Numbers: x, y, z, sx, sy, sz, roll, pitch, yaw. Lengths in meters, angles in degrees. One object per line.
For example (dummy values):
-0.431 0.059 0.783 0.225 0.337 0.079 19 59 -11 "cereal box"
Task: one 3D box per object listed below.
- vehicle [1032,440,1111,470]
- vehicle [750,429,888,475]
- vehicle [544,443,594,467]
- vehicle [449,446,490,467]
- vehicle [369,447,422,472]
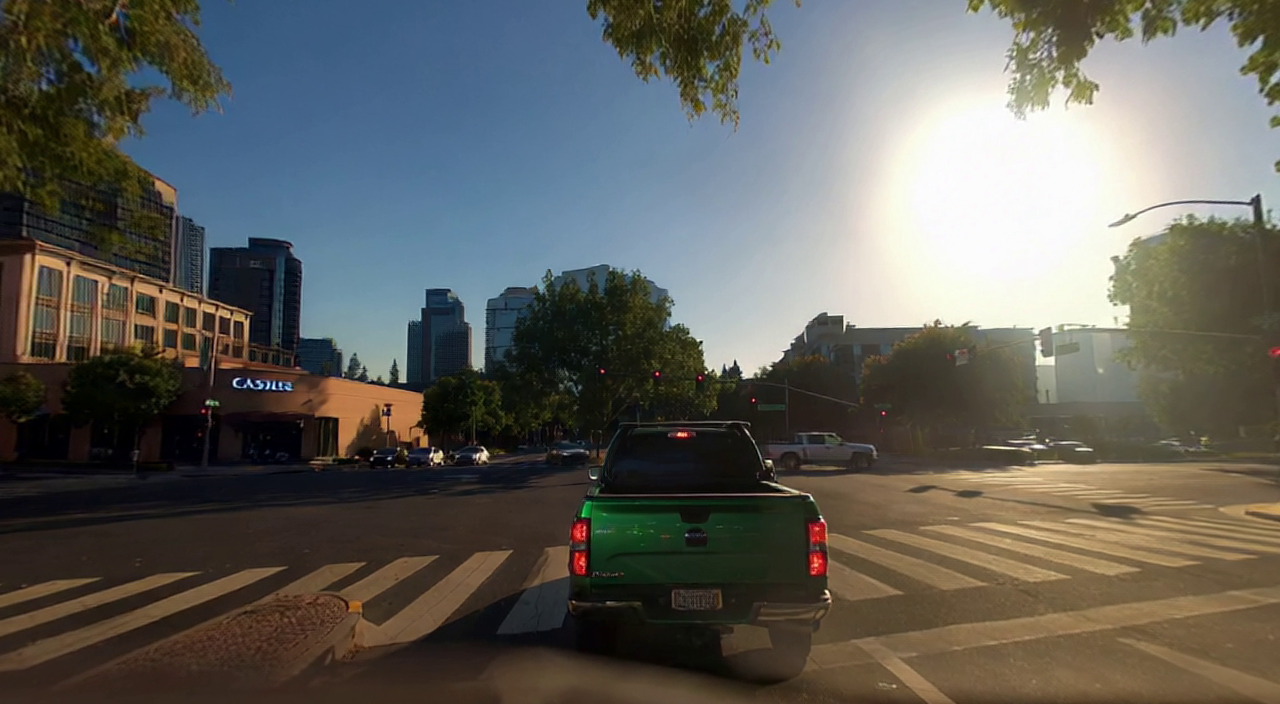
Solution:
26.347 6.267 38.561 4.541 1.731 2.007 5 -10 -28 "vehicle"
7.908 4.495 28.413 5.667 1.927 2.289 -2 -9 13 "vehicle"
-4.620 6.564 40.439 1.879 1.464 4.457 4 -9 -24 "vehicle"
-12.629 7.762 47.081 1.946 1.474 4.008 0 -9 0 "vehicle"
-16.265 7.144 42.251 1.883 1.586 4.297 0 -9 0 "vehicle"
